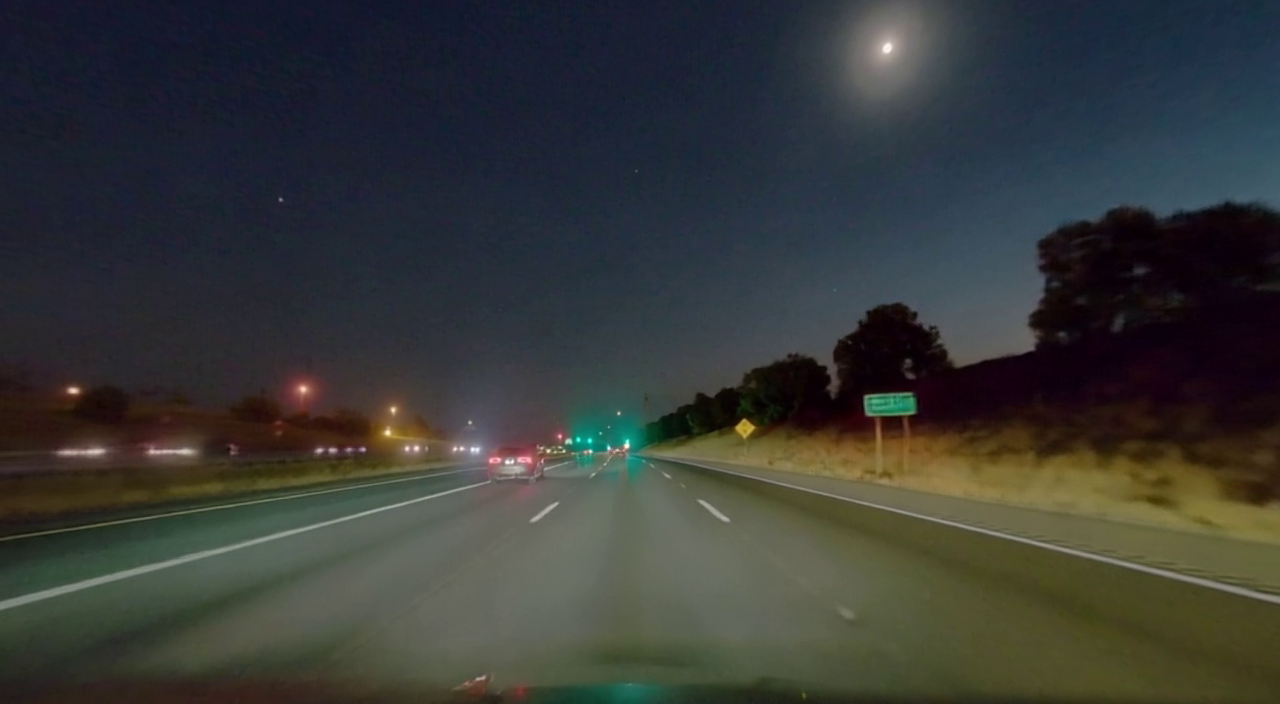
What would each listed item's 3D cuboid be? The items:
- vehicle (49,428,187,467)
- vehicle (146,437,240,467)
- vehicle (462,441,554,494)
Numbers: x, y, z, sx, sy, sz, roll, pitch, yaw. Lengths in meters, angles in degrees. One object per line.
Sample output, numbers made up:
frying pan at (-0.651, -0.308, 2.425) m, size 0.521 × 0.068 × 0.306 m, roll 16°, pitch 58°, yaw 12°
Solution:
vehicle at (-29.223, 5.413, 35.779) m, size 2.609 × 2.014 × 6.121 m, roll 0°, pitch -9°, yaw -1°
vehicle at (-25.498, 5.735, 36.275) m, size 1.940 × 1.597 × 4.711 m, roll 0°, pitch -9°, yaw -1°
vehicle at (-4.164, 3.712, 20.743) m, size 2.073 × 1.516 × 4.478 m, roll 0°, pitch -9°, yaw 0°
